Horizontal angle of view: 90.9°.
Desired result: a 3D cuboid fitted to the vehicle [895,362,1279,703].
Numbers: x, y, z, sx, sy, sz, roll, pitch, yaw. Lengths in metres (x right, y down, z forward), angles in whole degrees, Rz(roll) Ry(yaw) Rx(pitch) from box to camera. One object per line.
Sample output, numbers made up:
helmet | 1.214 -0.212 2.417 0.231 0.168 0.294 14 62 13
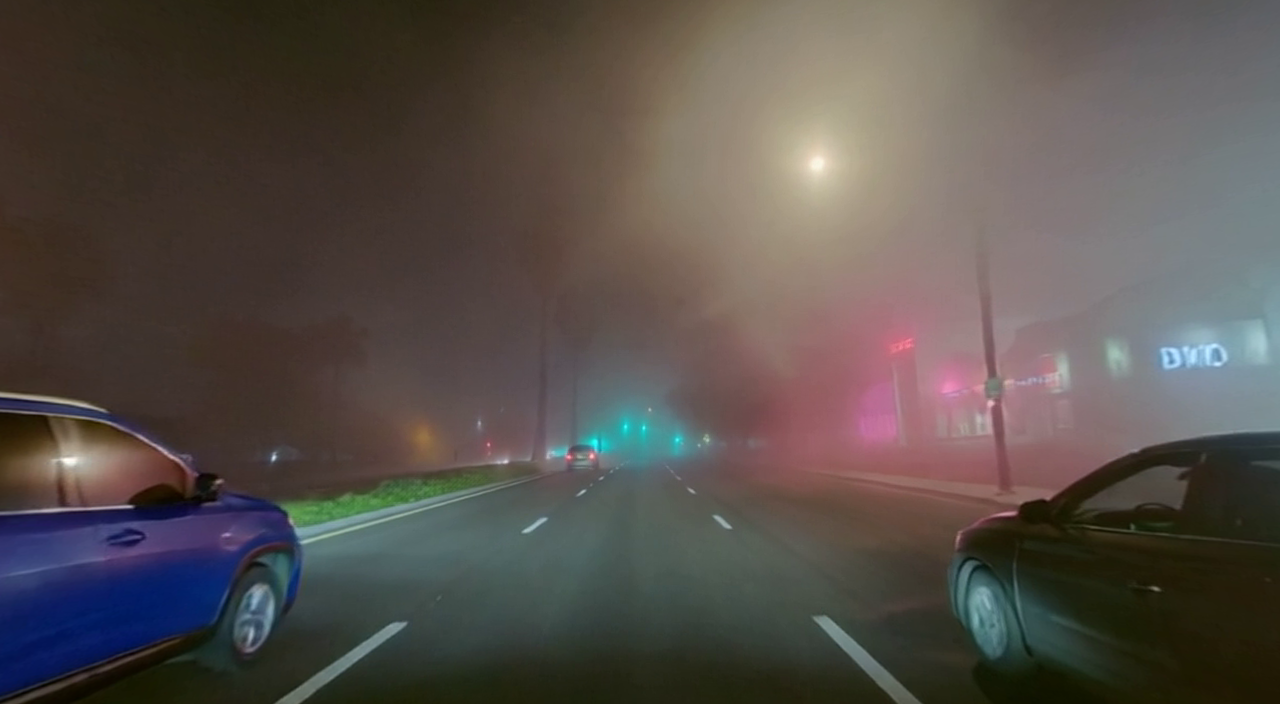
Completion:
vehicle | 2.807 0.878 2.416 1.946 1.513 4.133 -1 -8 1

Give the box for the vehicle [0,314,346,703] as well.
vehicle | -3.257 0.831 2.498 2.058 1.804 4.391 0 -8 0

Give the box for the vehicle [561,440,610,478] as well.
vehicle | -2.673 5.317 31.664 1.998 1.743 4.402 -1 -8 1
